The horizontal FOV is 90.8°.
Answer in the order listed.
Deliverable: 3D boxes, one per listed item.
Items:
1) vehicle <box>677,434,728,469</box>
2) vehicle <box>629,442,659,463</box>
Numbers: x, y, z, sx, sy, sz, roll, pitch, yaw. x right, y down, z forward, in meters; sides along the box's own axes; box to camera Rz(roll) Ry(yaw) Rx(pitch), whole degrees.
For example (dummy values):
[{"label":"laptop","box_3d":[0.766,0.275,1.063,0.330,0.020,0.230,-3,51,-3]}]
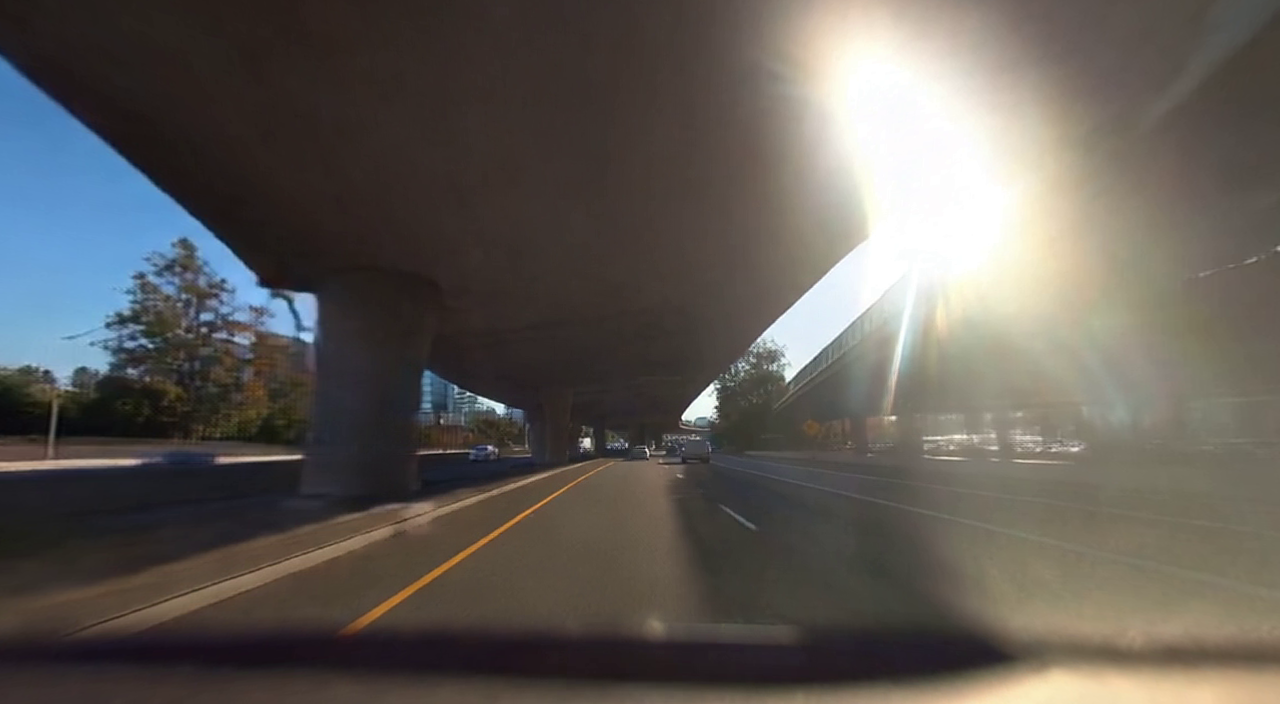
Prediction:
[{"label":"vehicle","box_3d":[3.373,5.522,35.166,2.226,1.779,4.835,0,-9,-1]},{"label":"vehicle","box_3d":[0.333,7.323,46.036,2.046,1.475,3.784,0,-9,1]}]
